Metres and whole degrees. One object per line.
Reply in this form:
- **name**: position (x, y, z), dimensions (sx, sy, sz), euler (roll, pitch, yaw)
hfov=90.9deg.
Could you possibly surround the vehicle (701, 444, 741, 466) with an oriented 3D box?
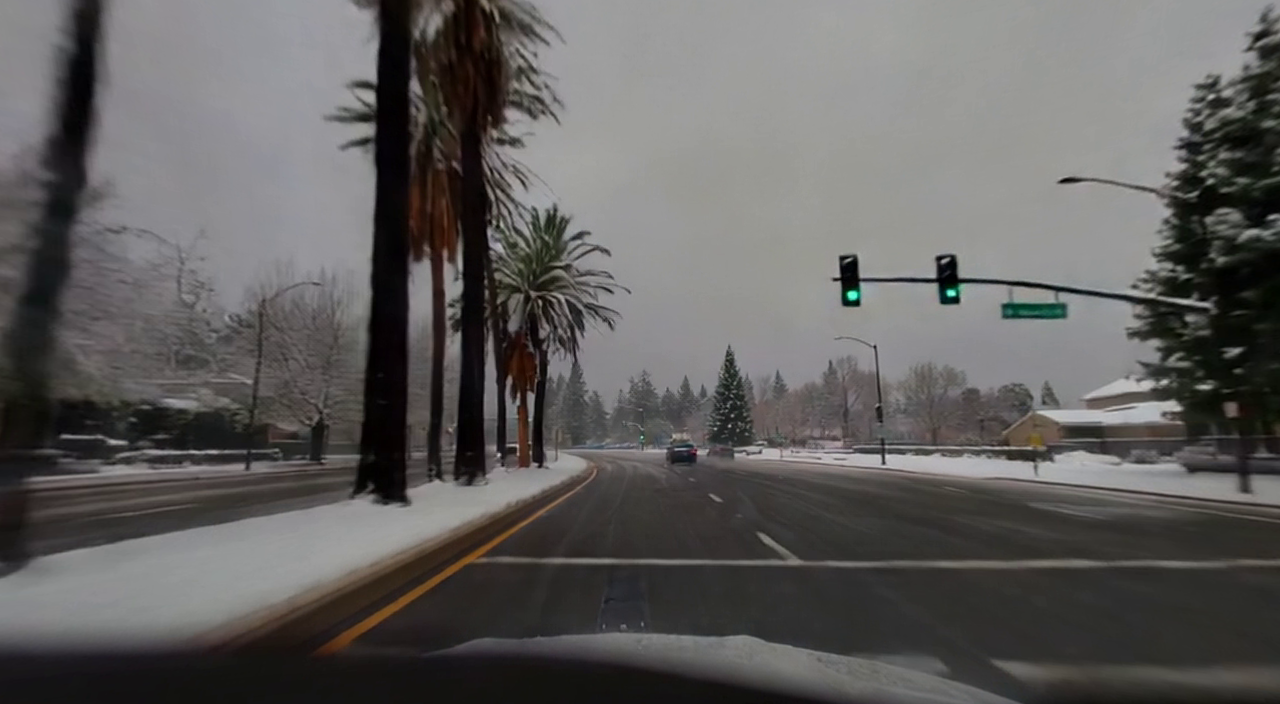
- **vehicle**: position (5.938, 7.625, 46.665), dimensions (1.969, 1.522, 4.609), euler (1, -8, -5)

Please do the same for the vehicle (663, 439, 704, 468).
- **vehicle**: position (2.813, 6.730, 42.028), dimensions (2.046, 1.818, 4.603), euler (1, -8, -5)
